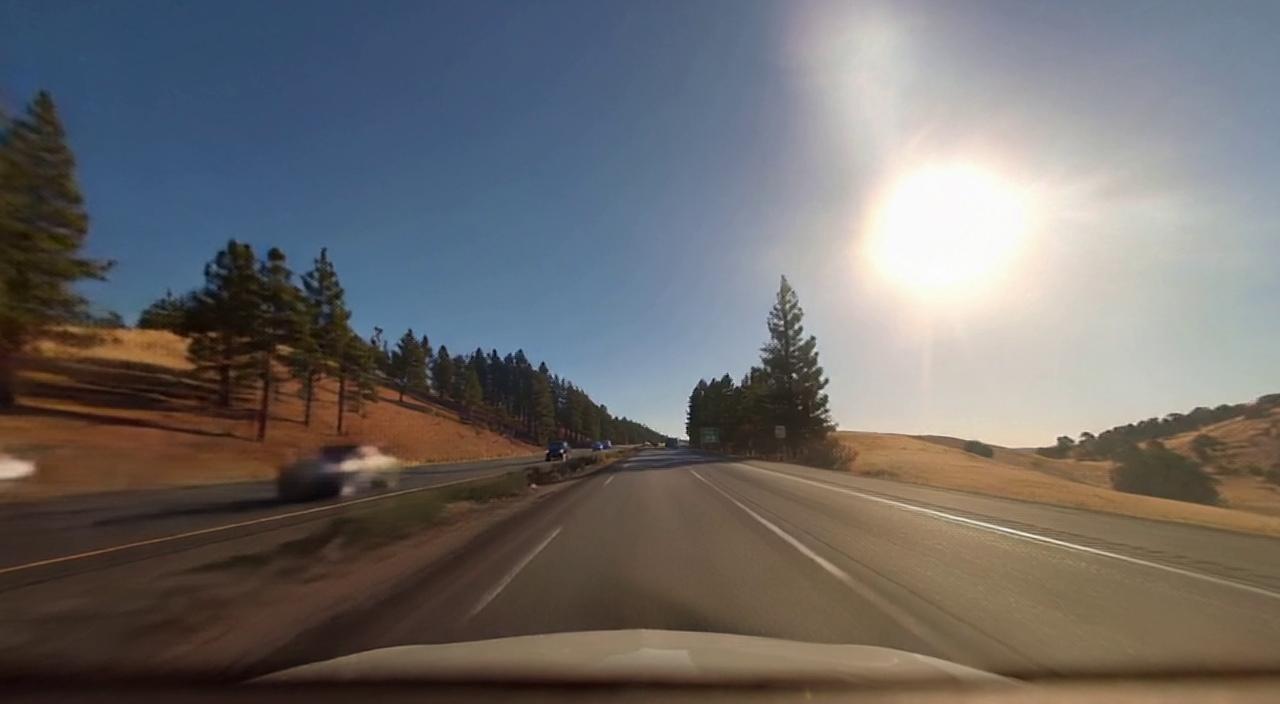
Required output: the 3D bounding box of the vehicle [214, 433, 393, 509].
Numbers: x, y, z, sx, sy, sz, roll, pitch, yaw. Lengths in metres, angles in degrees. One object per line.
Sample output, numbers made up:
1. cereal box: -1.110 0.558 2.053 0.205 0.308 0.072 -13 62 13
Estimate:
1. vehicle: -8.624 3.073 16.827 2.113 1.697 4.718 0 -8 1
